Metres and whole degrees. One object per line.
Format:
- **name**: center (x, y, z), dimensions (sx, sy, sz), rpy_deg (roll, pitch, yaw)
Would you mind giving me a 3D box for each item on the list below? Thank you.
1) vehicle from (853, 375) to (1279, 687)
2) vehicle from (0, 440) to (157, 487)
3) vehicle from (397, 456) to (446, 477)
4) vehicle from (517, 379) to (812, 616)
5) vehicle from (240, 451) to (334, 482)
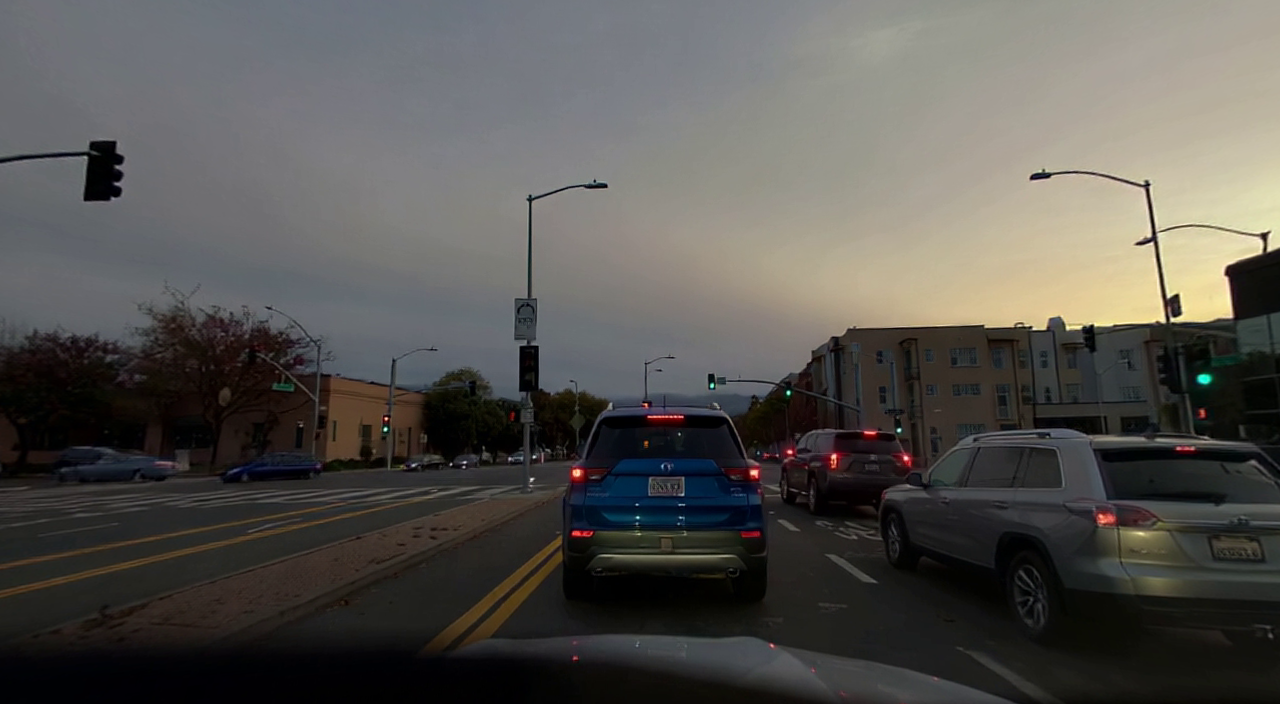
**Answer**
- **vehicle**: center (3.598, 1.293, 5.664), dimensions (2.018, 1.701, 4.288), rpy_deg (0, -9, 2)
- **vehicle**: center (-24.578, 4.836, 27.553), dimensions (5.062, 1.946, 2.243), rpy_deg (0, -9, -1)
- **vehicle**: center (-16.594, 8.681, 48.243), dimensions (1.864, 1.444, 4.255), rpy_deg (-1, -9, 6)
- **vehicle**: center (0.231, 1.462, 7.216), dimensions (2.292, 1.840, 4.394), rpy_deg (0, -9, 1)
- **vehicle**: center (-22.192, 7.161, 39.832), dimensions (4.744, 1.739, 2.089), rpy_deg (7, -11, -41)
